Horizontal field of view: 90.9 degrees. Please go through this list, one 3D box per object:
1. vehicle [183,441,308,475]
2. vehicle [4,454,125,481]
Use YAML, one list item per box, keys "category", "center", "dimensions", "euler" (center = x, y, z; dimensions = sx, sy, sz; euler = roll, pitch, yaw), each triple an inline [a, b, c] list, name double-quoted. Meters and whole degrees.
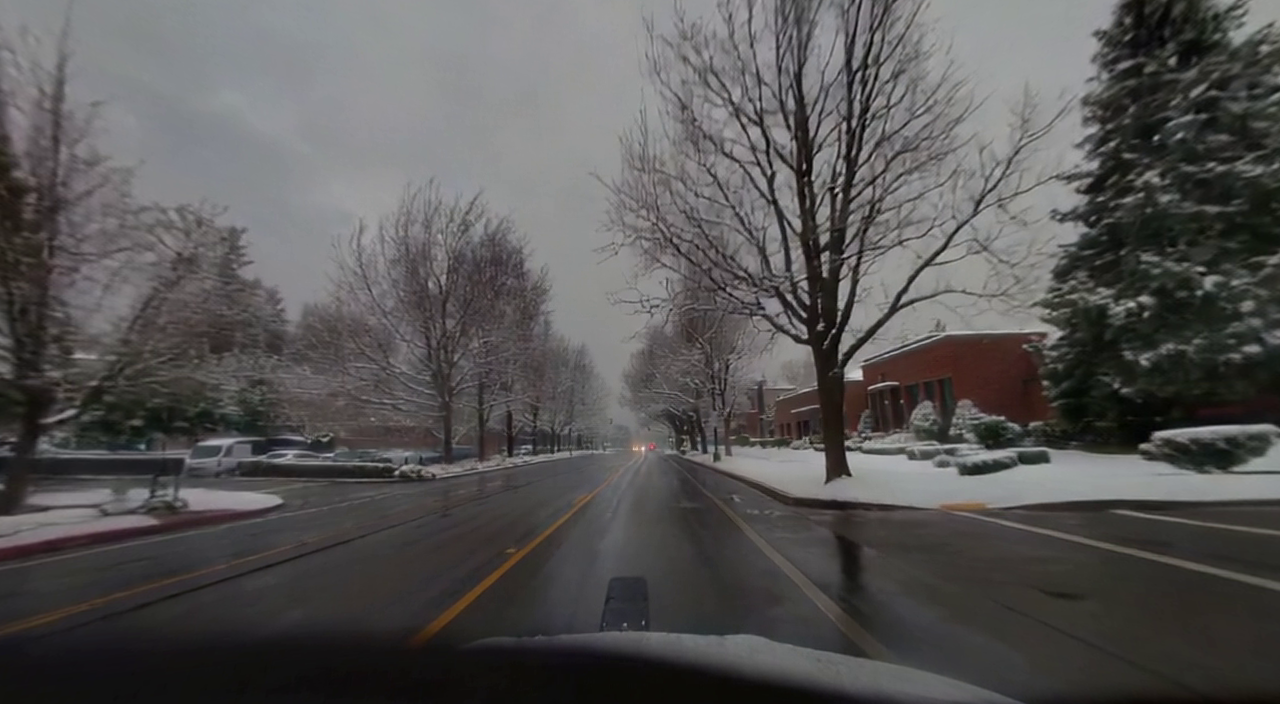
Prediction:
- category: "vehicle"
  center: [-19.084, 5.151, 30.636]
  dimensions: [4.699, 1.558, 2.113]
  euler: [0, -10, 4]
- category: "vehicle"
  center: [-32.874, 6.587, 36.121]
  dimensions: [4.704, 1.448, 2.199]
  euler: [0, -9, -2]
